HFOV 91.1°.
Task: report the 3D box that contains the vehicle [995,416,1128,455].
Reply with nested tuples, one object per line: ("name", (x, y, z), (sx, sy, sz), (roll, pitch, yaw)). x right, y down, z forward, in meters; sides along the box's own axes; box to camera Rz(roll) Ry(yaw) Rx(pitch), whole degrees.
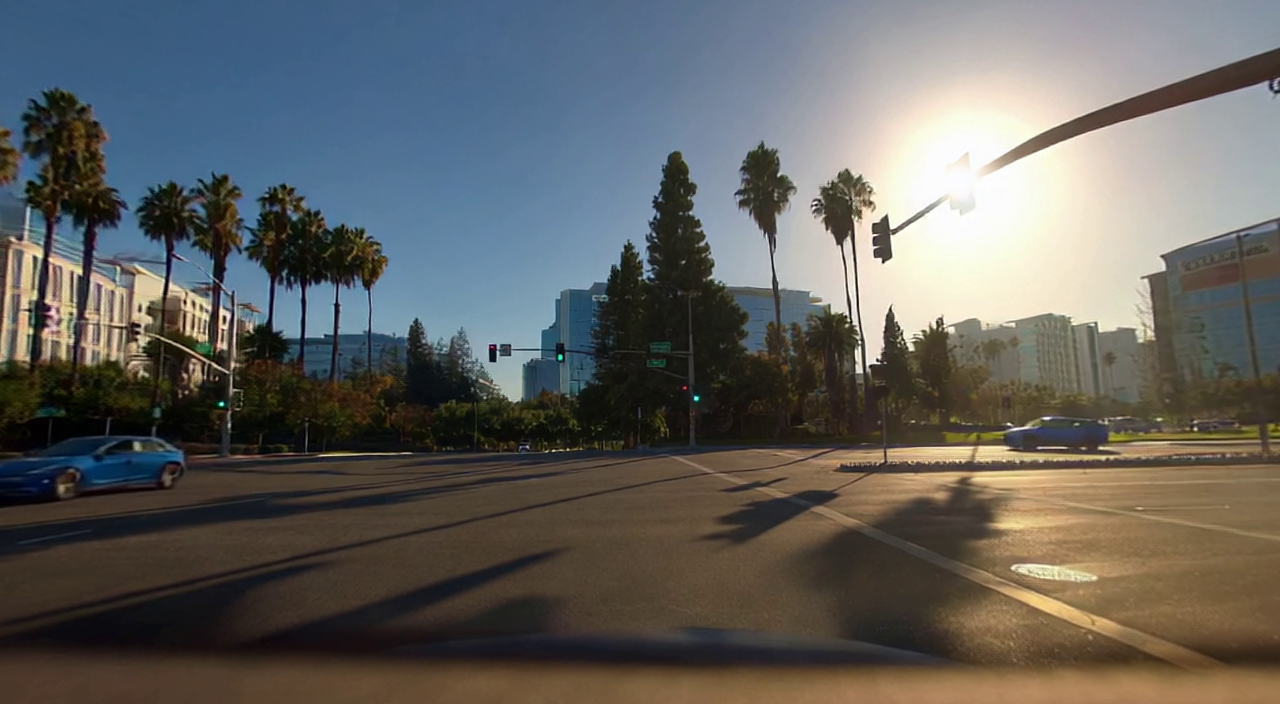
("vehicle", (19.898, 3.980, 29.783), (4.820, 1.751, 2.050), (0, -8, -1))

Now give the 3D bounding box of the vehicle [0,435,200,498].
("vehicle", (-14.406, 3.004, 16.903), (2.042, 1.472, 4.345), (0, -8, -1))
